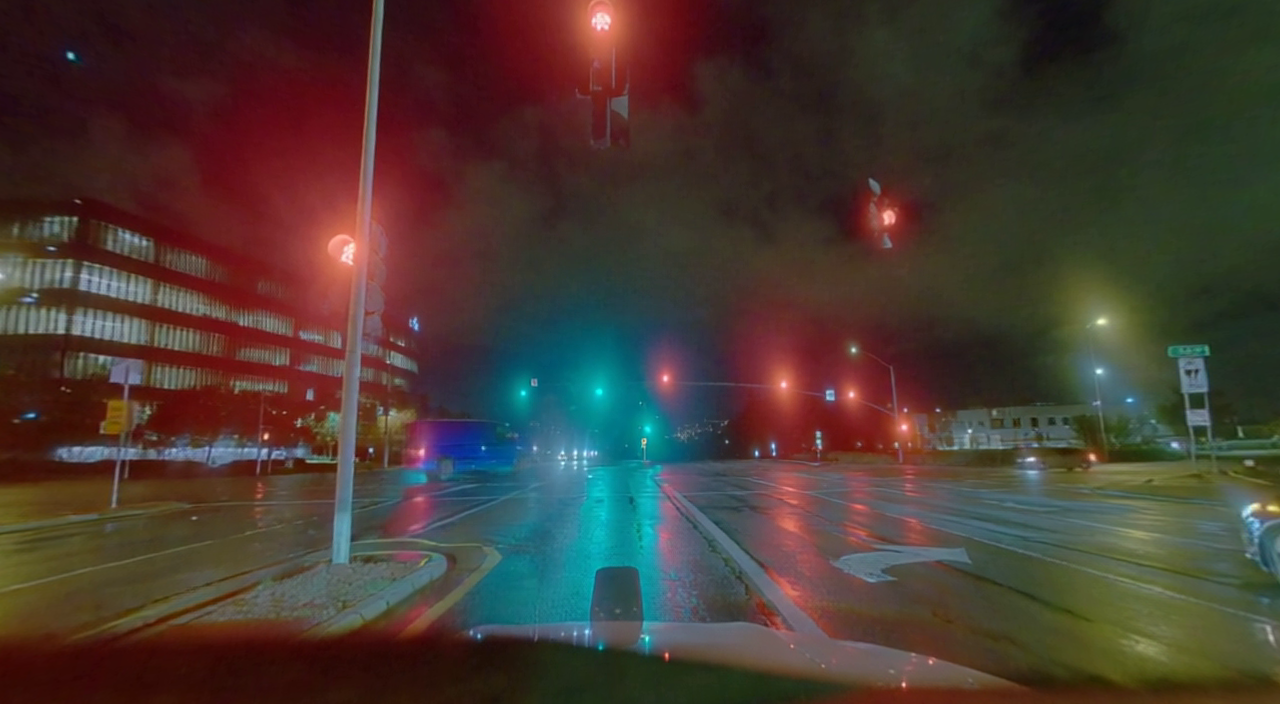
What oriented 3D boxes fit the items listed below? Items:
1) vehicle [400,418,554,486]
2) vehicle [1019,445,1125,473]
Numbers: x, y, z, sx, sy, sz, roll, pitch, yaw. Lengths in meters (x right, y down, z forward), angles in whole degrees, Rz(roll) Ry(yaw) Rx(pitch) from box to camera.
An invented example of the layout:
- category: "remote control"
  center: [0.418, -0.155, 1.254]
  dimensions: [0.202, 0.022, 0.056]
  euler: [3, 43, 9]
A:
- category: "vehicle"
  center: [-8.247, 5.077, 32.105]
  dimensions: [7.088, 3.096, 2.678]
  euler: [5, -10, -31]
- category: "vehicle"
  center: [25.286, 6.270, 36.801]
  dimensions: [4.736, 1.542, 1.966]
  euler: [0, -9, -2]
